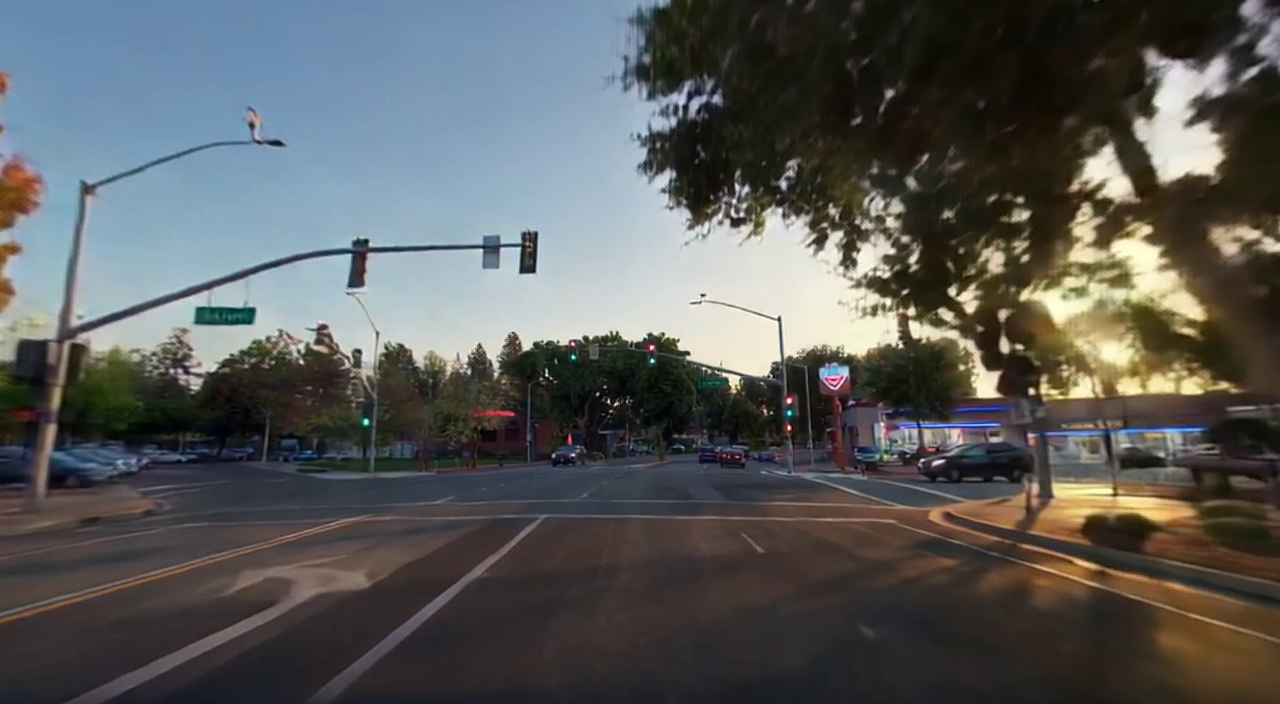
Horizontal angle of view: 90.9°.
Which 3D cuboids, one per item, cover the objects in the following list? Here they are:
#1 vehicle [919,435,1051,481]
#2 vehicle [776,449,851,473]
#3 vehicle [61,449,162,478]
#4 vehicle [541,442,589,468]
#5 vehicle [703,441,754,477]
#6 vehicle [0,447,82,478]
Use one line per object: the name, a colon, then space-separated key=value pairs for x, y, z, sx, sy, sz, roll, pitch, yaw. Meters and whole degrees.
vehicle: x=15.712 y=4.848 z=28.928 sx=4.713 sy=1.969 sz=2.201 roll=0 pitch=-9 yaw=-1
vehicle: x=11.411 y=7.186 z=41.648 sx=1.938 sy=1.466 sz=4.434 roll=7 pitch=-11 yaw=-37
vehicle: x=-32.251 y=6.770 z=38.673 sx=1.967 sy=1.632 sz=4.962 roll=0 pitch=-9 yaw=-1
vehicle: x=-5.249 y=7.269 z=44.599 sx=2.309 sy=1.702 sz=4.323 roll=-1 pitch=-9 yaw=8
vehicle: x=4.460 y=5.456 z=32.457 sx=2.311 sy=1.715 sz=4.287 roll=-1 pitch=-9 yaw=4
vehicle: x=-37.769 y=6.773 z=38.693 sx=2.194 sy=1.754 sz=5.433 roll=-1 pitch=-9 yaw=-4
